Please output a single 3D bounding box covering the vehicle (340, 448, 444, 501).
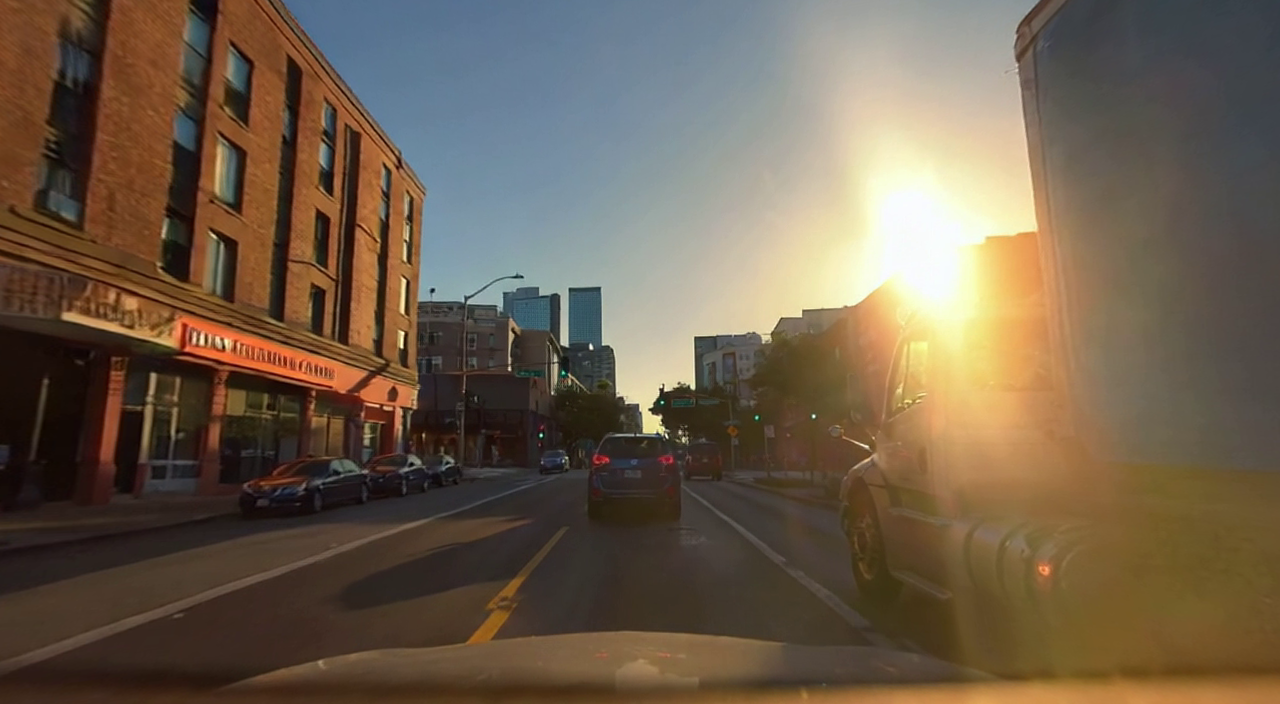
[{"bbox_3d":[-8.869,4.366,23.067,2.084,1.686,4.422,0,-8,-1],"label":"vehicle"}]

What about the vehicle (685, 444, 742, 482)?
[{"bbox_3d":[3.450,5.292,30.491,2.159,1.696,4.316,0,-8,-1],"label":"vehicle"}]

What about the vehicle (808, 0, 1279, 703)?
[{"bbox_3d":[3.244,-0.180,1.875,2.913,3.771,9.716,0,-8,1],"label":"vehicle"}]

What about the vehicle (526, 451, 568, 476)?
[{"bbox_3d":[-5.856,7.069,40.324,1.947,1.462,4.640,0,-8,1],"label":"vehicle"}]

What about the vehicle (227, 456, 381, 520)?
[{"bbox_3d":[-8.753,3.540,16.973,1.805,1.379,4.359,0,-8,-1],"label":"vehicle"}]

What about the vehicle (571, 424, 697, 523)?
[{"bbox_3d":[-0.078,2.554,13.822,2.283,1.783,4.548,0,-8,1],"label":"vehicle"}]
